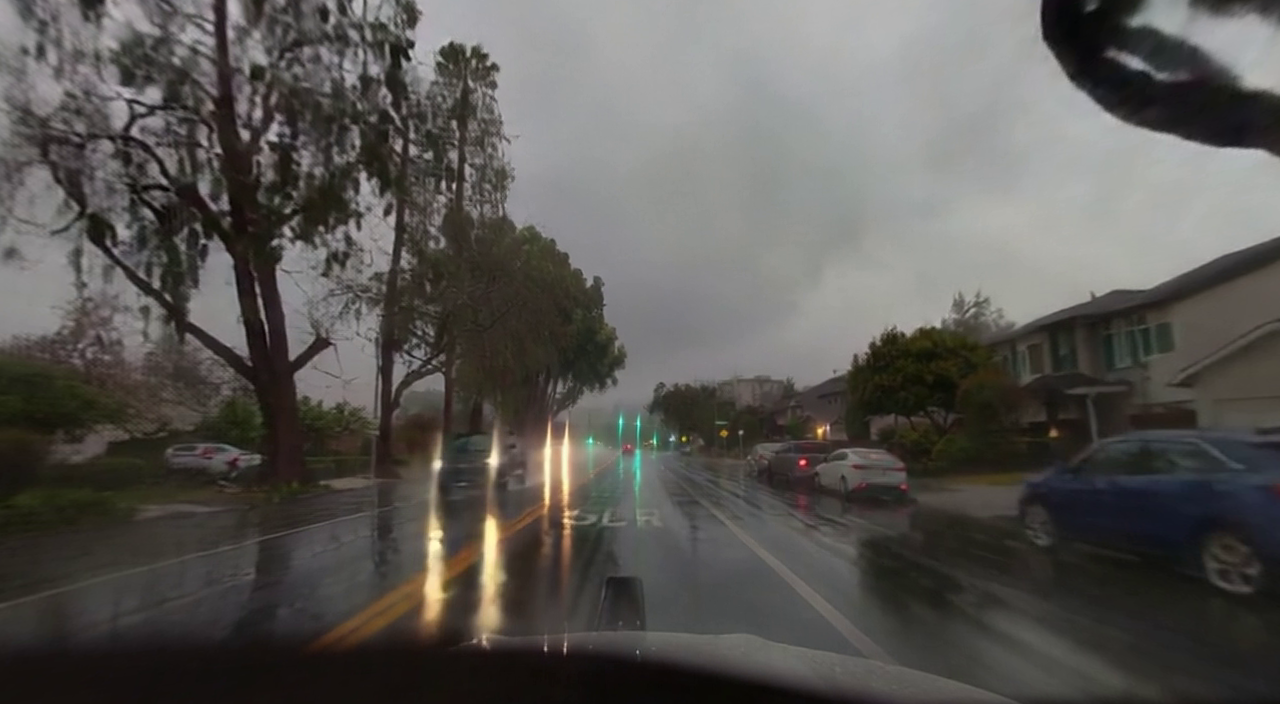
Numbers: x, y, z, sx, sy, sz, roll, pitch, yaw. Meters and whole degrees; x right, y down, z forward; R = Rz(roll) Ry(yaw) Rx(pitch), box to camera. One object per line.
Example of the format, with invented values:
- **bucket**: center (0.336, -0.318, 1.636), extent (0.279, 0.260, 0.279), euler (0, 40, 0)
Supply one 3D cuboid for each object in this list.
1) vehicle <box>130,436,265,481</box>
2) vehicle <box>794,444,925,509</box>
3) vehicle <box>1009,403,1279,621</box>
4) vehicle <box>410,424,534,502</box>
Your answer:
- **vehicle**: center (-21.037, 5.071, 30.262), extent (4.461, 2.065, 2.574), euler (0, -8, -2)
- **vehicle**: center (6.287, 3.579, 18.795), extent (2.226, 1.682, 4.461), euler (0, -8, -1)
- **vehicle**: center (6.610, 1.630, 7.145), extent (2.099, 1.878, 4.476), euler (0, -8, 0)
- **vehicle**: center (-4.430, 3.025, 17.691), extent (2.050, 1.841, 5.290), euler (0, -8, 0)
